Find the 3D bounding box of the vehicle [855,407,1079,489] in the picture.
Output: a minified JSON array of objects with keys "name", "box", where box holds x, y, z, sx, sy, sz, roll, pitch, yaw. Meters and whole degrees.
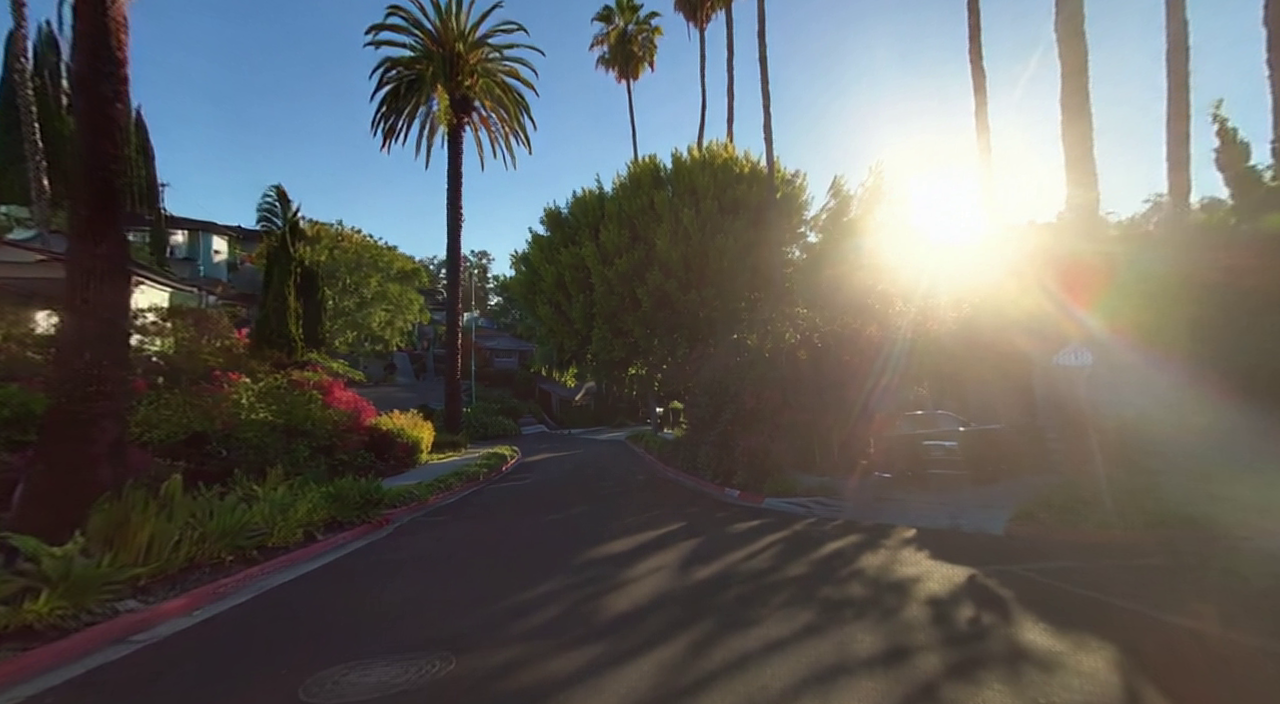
[{"name":"vehicle","box":[8.797,2.644,16.936,5.663,1.913,2.170,5,-10,-23]}]
